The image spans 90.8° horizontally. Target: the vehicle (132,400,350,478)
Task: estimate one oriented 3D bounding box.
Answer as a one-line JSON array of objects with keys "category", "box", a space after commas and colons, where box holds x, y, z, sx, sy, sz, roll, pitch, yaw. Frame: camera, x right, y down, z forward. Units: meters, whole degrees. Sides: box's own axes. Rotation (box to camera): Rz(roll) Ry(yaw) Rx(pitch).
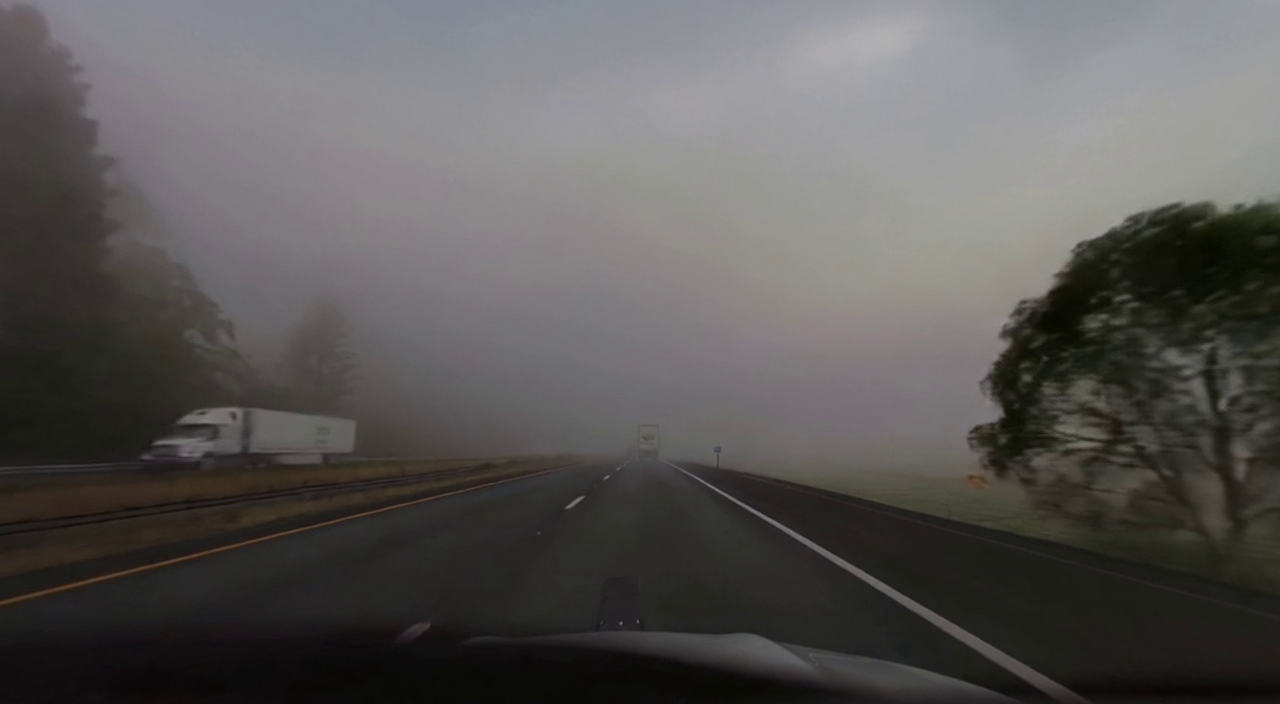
[{"category": "vehicle", "box": [-24.371, 5.803, 40.949, 2.831, 3.977, 17.130, 0, -9, 1]}]
